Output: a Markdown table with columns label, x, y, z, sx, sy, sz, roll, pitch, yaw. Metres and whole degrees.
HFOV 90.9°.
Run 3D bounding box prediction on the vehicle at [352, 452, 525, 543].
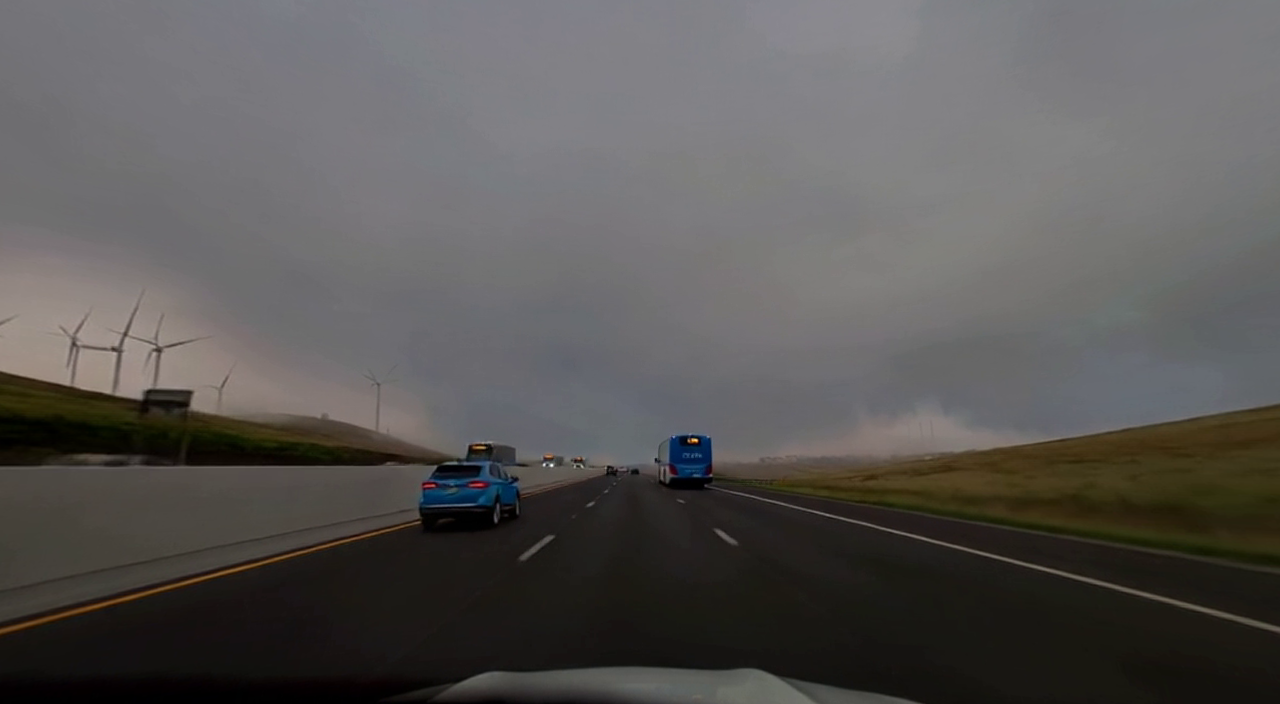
| label | x | y | z | sx | sy | sz | roll | pitch | yaw |
| --- | --- | --- | --- | --- | --- | --- | --- | --- | --- |
| vehicle | -3.975 | 2.987 | 13.375 | 2.213 | 1.568 | 4.274 | 1 | -11 | 0 |

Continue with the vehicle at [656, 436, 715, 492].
| label | x | y | z | sx | sy | sz | roll | pitch | yaw |
| --- | --- | --- | --- | --- | --- | --- | --- | --- | --- |
| vehicle | 3.210 | 8.691 | 48.604 | 2.941 | 3.574 | 14.463 | 1 | -11 | -2 |
